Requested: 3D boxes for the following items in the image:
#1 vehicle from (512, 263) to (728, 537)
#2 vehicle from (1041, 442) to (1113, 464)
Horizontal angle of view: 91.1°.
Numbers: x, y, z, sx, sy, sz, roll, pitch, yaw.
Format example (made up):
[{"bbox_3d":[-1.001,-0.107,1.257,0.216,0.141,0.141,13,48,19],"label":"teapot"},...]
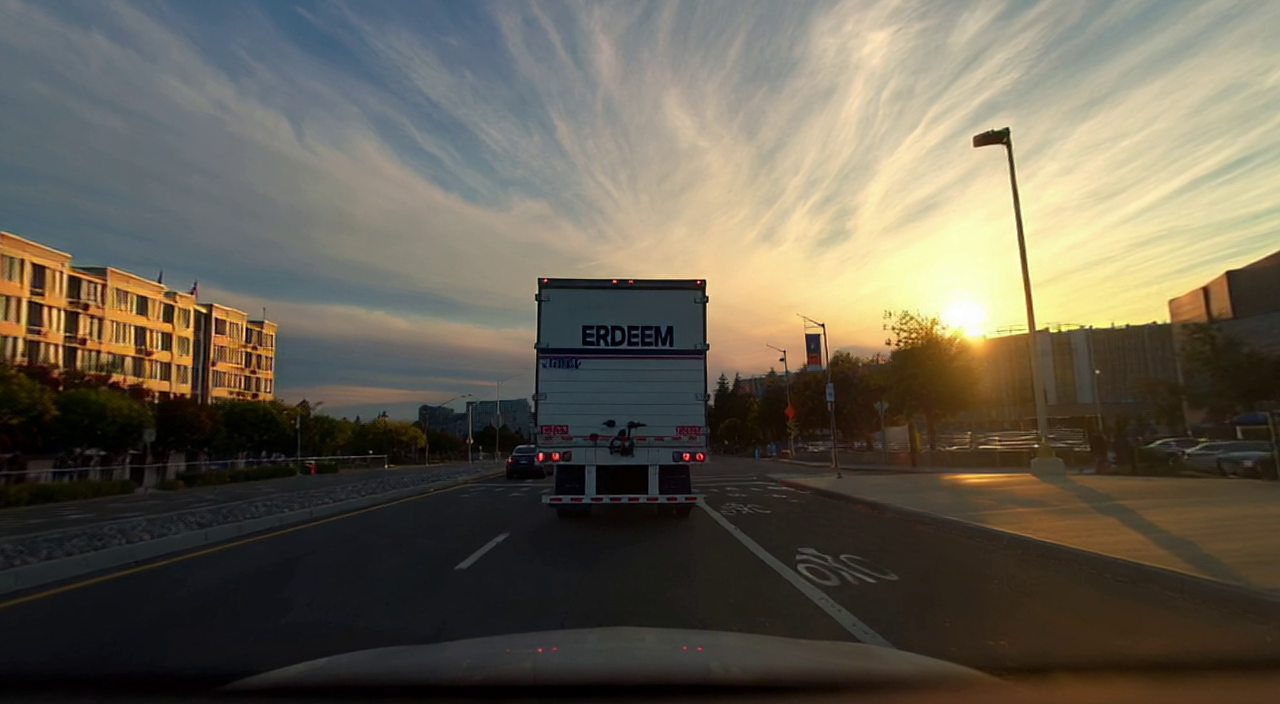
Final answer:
[{"bbox_3d":[-0.196,1.228,13.240,2.876,3.724,9.351,-1,-8,1],"label":"vehicle"},{"bbox_3d":[31.364,7.220,45.162,1.652,1.423,3.797,5,-9,-35],"label":"vehicle"}]
